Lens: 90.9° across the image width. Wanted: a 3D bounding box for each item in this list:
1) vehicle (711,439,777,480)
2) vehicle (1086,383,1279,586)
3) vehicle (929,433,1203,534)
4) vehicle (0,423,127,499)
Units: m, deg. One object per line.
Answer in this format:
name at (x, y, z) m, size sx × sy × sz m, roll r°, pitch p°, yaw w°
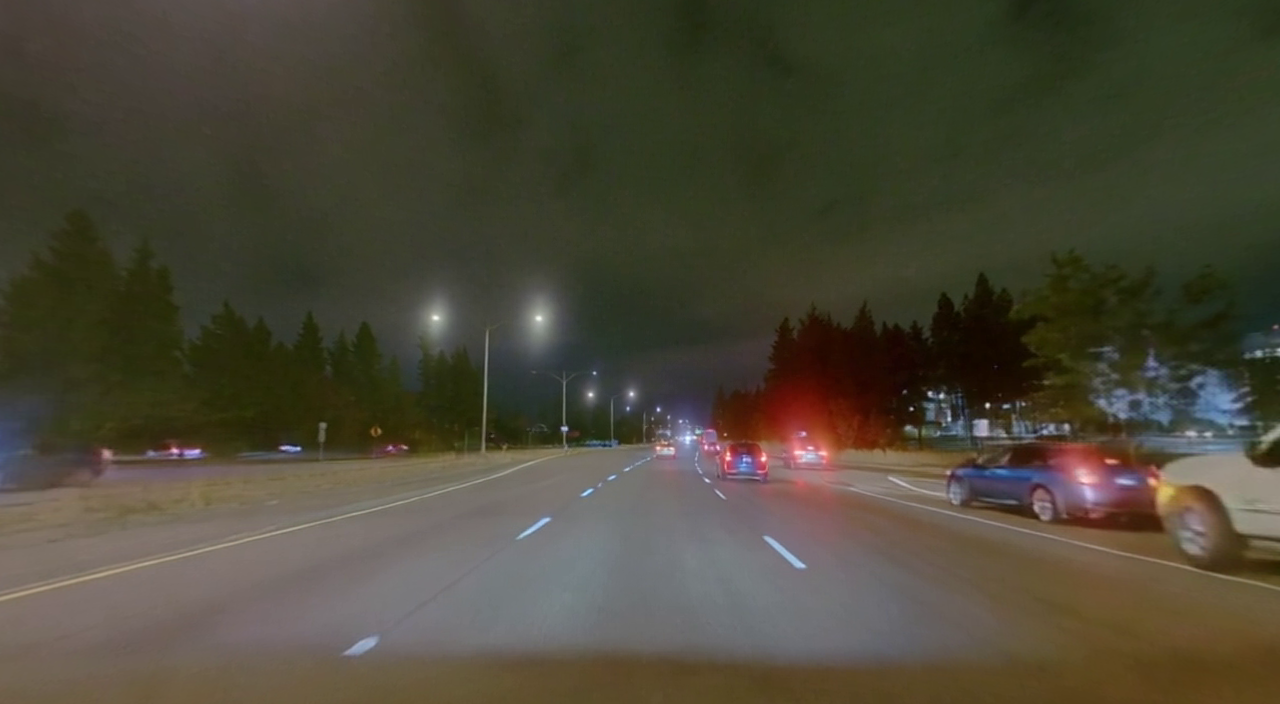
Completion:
vehicle at (4.120, 4.318, 25.730) m, size 1.981 × 1.499 × 4.536 m, roll 0°, pitch -8°, yaw 1°
vehicle at (7.581, 1.228, 5.688) m, size 2.410 × 1.997 × 6.477 m, roll 0°, pitch -8°, yaw 0°
vehicle at (7.919, 2.455, 12.479) m, size 2.074 × 1.584 × 4.658 m, roll 0°, pitch -8°, yaw -2°
vehicle at (-14.020, 2.386, 13.892) m, size 1.862 × 1.551 × 4.265 m, roll 0°, pitch -8°, yaw -1°
